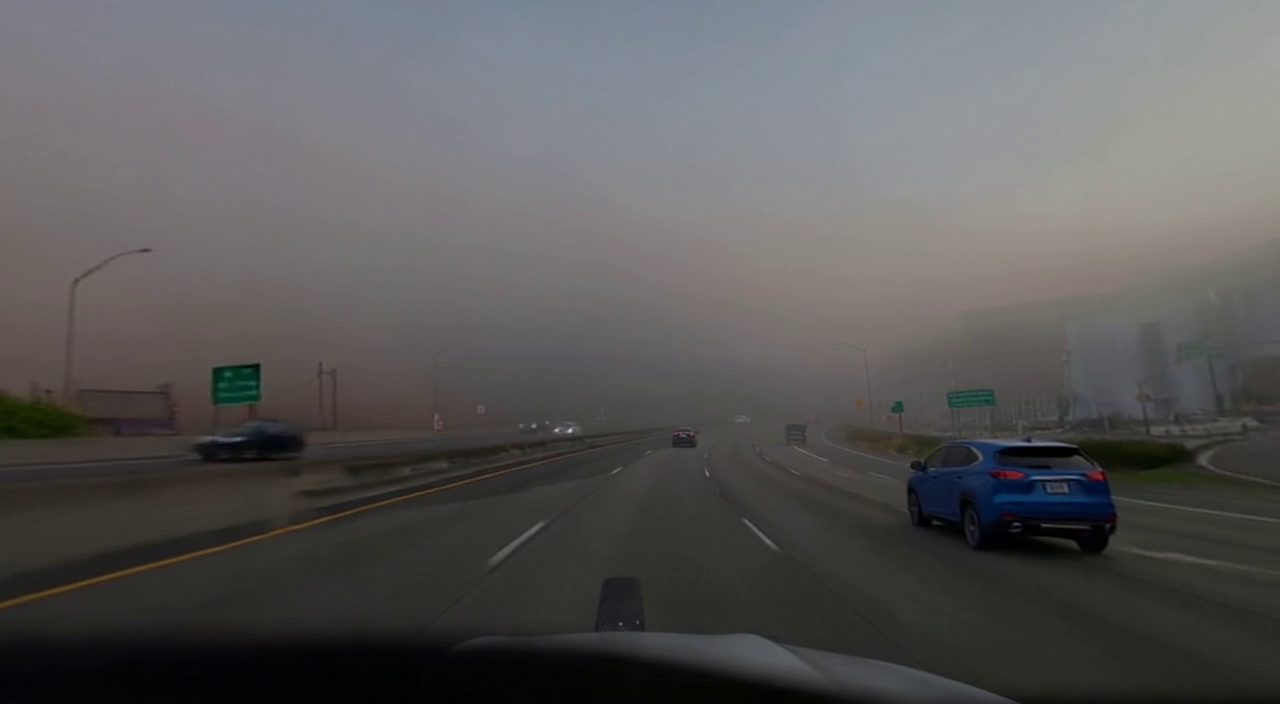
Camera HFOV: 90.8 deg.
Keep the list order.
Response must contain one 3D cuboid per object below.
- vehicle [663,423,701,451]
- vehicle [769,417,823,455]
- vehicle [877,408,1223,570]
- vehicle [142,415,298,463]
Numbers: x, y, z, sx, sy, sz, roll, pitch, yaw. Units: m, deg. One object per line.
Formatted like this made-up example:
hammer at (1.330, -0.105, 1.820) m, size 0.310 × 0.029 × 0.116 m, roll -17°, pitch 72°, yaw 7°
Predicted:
vehicle at (2.879, 5.790, 42.661) m, size 2.181 × 1.768 × 4.383 m, roll -1°, pitch -9°, yaw 9°
vehicle at (9.725, 5.372, 40.028) m, size 2.526 × 2.230 × 6.190 m, roll -1°, pitch -8°, yaw 7°
vehicle at (5.080, 1.739, 8.799) m, size 2.097 × 1.659 × 4.320 m, roll 0°, pitch -8°, yaw 4°
vehicle at (-14.640, 3.105, 22.458) m, size 1.967 × 1.496 × 4.871 m, roll 0°, pitch -8°, yaw 4°
